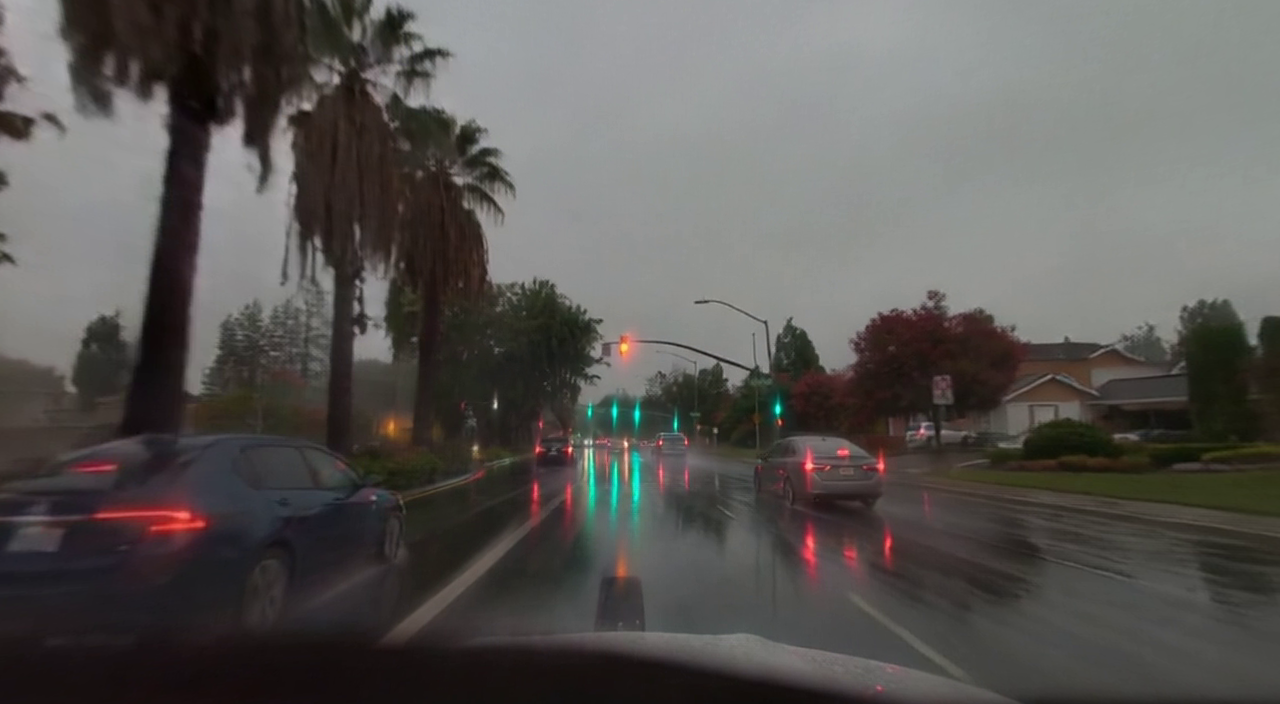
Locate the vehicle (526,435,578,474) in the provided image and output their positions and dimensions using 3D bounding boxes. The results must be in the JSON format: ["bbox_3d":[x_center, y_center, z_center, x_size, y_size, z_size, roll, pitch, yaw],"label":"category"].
[{"bbox_3d":[-3.826,4.504,27.960,1.922,1.577,4.140,0,-8,-3],"label":"vehicle"}]

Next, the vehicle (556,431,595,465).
[{"bbox_3d":[-4.107,6.203,40.956,2.354,1.948,6.355,1,-8,-5],"label":"vehicle"}]

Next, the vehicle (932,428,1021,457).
[{"bbox_3d":[19.126,5.120,35.932,4.372,1.425,1.833,0,-8,-19],"label":"vehicle"}]

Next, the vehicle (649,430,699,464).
[{"bbox_3d":[2.020,5.962,39.814,2.391,1.960,5.600,1,-8,-4],"label":"vehicle"}]

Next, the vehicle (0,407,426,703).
[{"bbox_3d":[-3.473,1.329,5.326,1.924,1.473,4.200,0,-8,-1],"label":"vehicle"}]

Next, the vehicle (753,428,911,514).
[{"bbox_3d":[3.773,2.406,13.263,1.870,1.491,4.009,0,-8,-3],"label":"vehicle"}]

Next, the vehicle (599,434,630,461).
[{"bbox_3d":[-1.961,7.199,47.702,2.164,1.867,4.254,1,-8,-5],"label":"vehicle"}]
